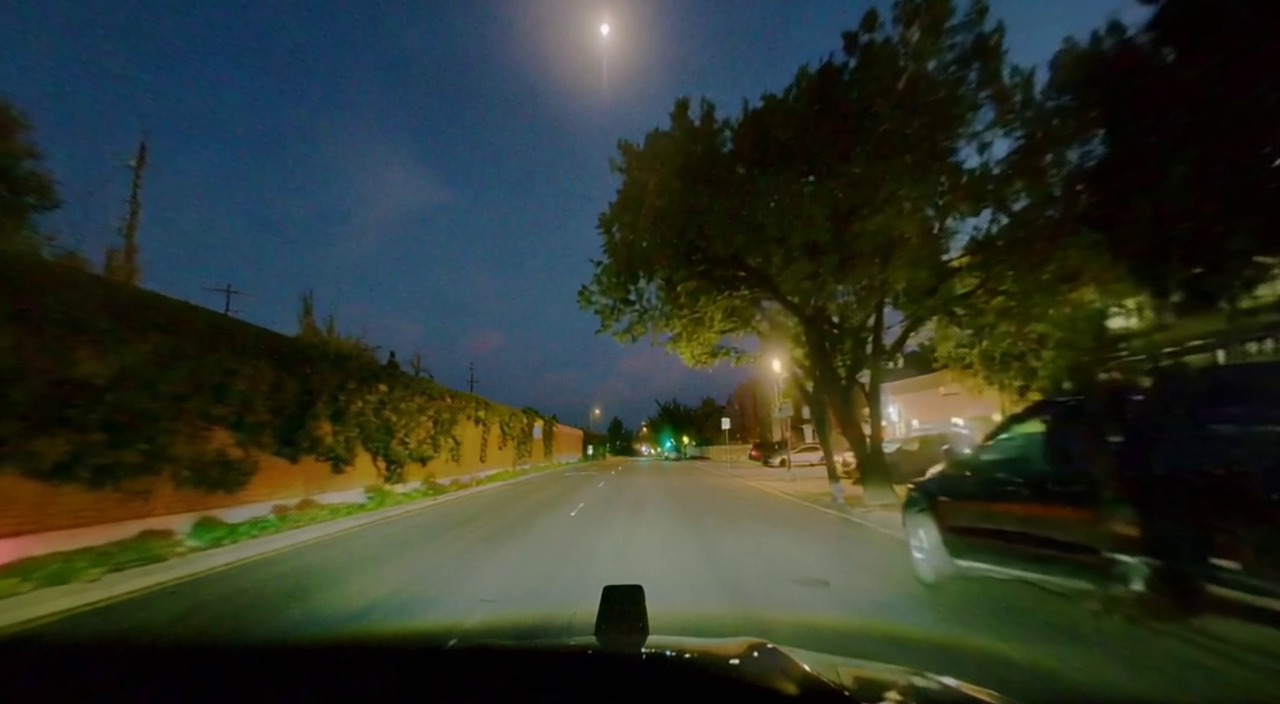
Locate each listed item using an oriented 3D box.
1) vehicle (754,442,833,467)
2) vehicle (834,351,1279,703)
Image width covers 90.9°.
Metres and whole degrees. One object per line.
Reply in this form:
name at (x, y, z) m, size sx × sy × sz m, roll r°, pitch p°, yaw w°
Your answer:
vehicle at (9.597, 6.454, 39.666) m, size 4.309 × 1.442 × 2.145 m, roll -1°, pitch -10°, yaw -2°
vehicle at (3.403, 1.089, 4.105) m, size 2.161 × 1.622 × 6.732 m, roll 0°, pitch -8°, yaw 0°
